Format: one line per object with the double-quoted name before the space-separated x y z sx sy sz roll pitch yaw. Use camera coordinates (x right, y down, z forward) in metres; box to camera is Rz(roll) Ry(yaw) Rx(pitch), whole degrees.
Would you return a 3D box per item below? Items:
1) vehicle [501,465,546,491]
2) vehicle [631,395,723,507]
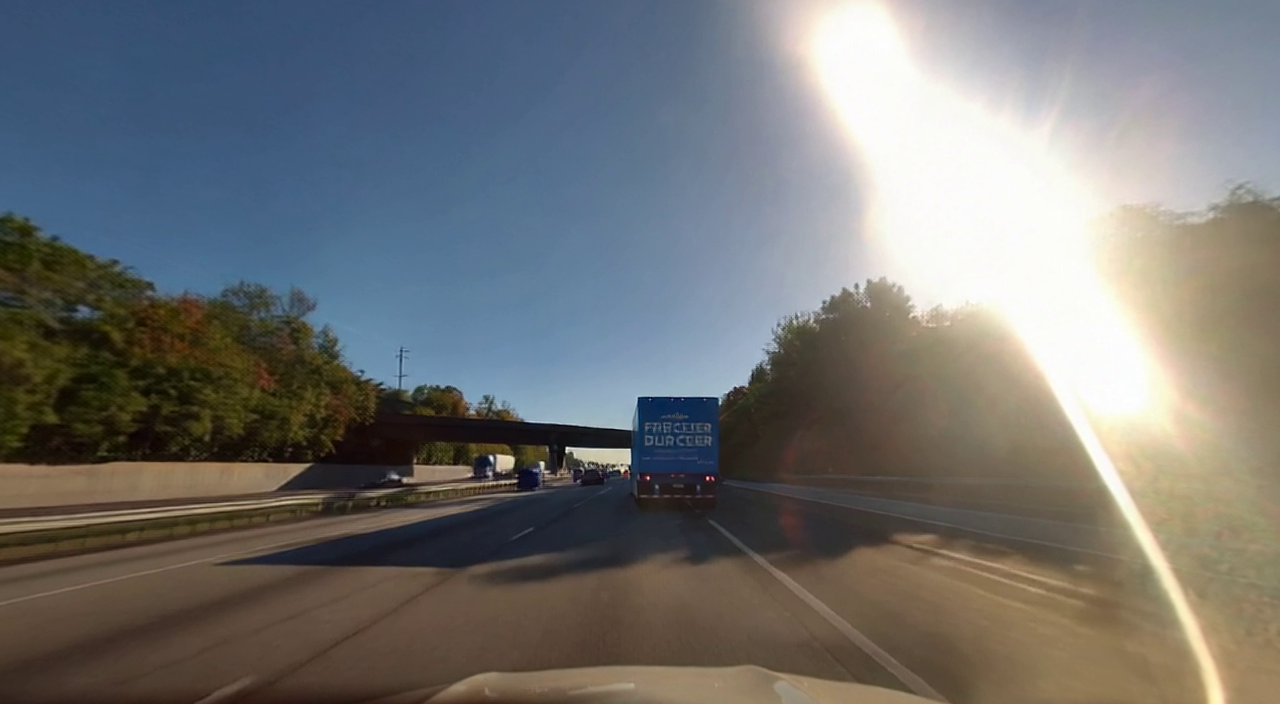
"vehicle" -7.490 8.159 40.961 1.955 1.539 4.650 1 -10 1
"vehicle" 1.226 4.272 26.597 2.980 3.834 9.423 1 -10 -2
